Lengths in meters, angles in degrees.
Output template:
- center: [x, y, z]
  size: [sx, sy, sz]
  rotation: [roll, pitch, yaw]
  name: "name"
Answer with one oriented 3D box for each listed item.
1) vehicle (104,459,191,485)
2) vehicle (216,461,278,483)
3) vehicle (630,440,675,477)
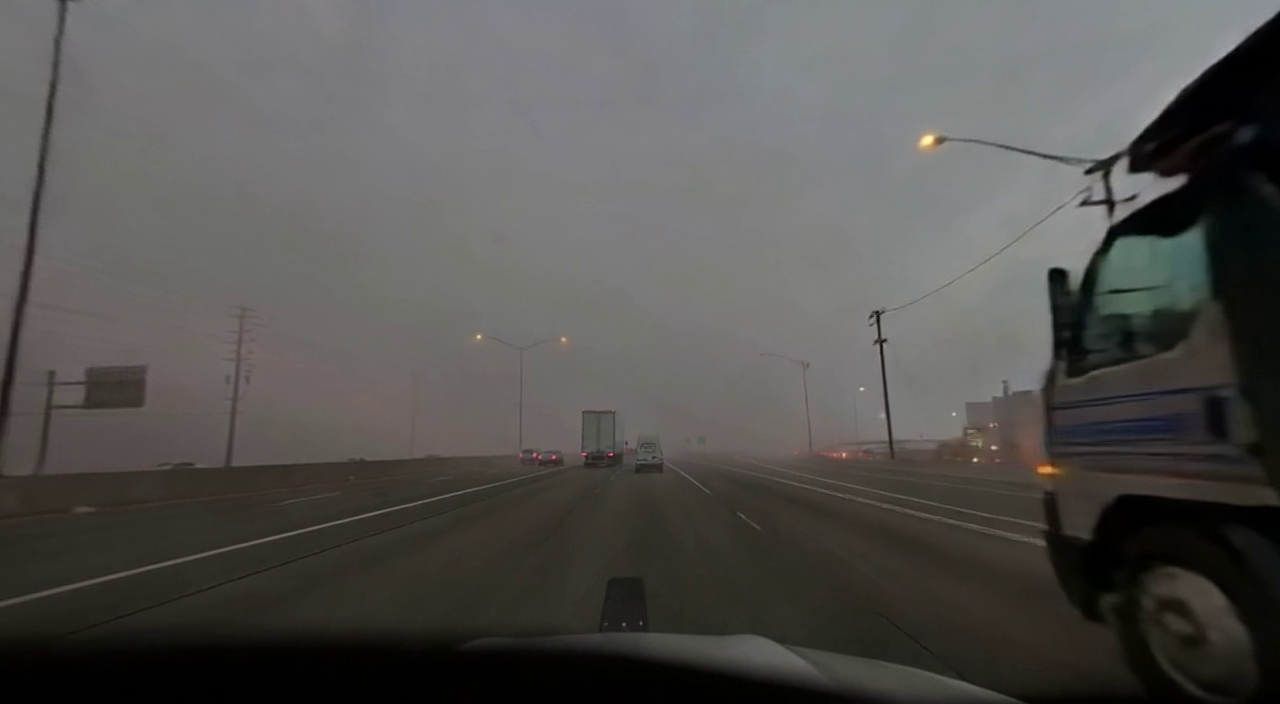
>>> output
- center: [-38.070, 9.267, 49.019]
  size: [2.123, 1.739, 5.655]
  rotation: [0, -9, 1]
  name: "vehicle"
- center: [-30.640, 9.365, 49.339]
  size: [1.840, 1.461, 4.694]
  rotation: [0, -9, 0]
  name: "vehicle"
- center: [0.671, 5.767, 34.514]
  size: [2.279, 1.837, 4.747]
  rotation: [0, -9, 0]
  name: "vehicle"
